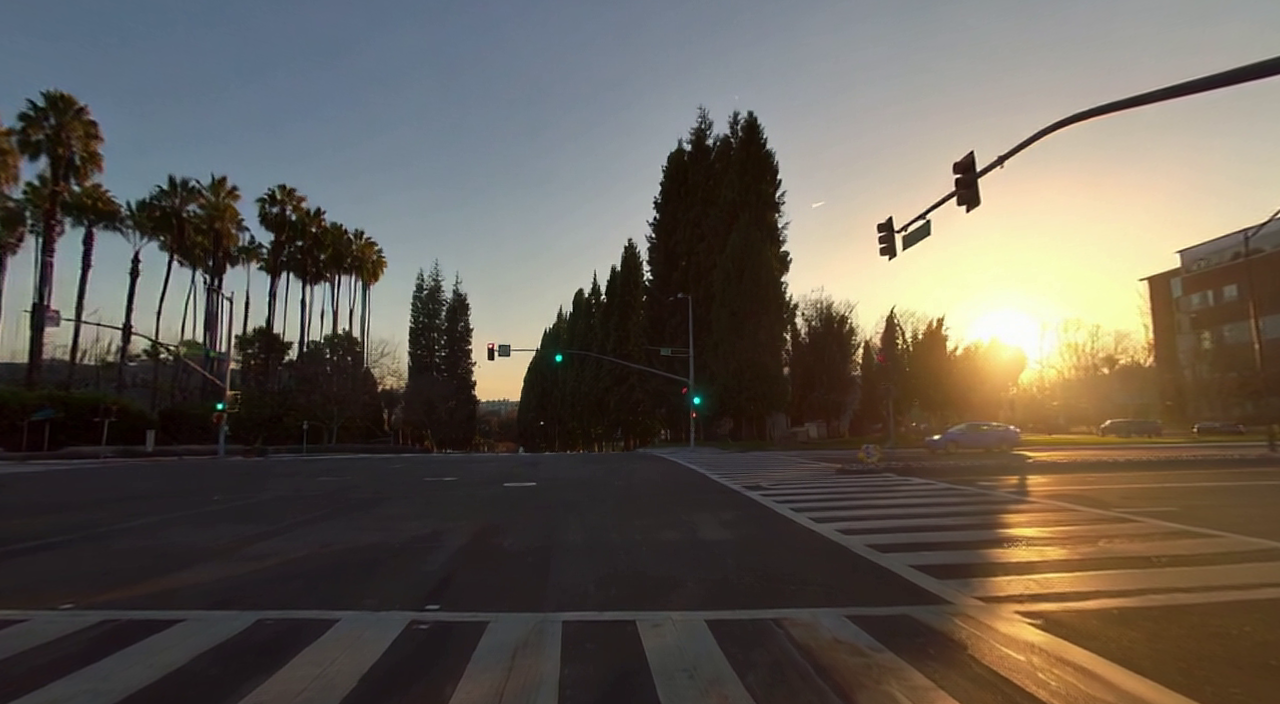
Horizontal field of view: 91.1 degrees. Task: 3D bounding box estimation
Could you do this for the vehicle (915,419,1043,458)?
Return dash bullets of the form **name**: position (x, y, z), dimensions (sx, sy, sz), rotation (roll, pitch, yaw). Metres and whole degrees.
- **vehicle**: position (15.794, 4.063, 29.439), dimensions (4.820, 1.751, 2.050), rotation (0, -8, -2)
